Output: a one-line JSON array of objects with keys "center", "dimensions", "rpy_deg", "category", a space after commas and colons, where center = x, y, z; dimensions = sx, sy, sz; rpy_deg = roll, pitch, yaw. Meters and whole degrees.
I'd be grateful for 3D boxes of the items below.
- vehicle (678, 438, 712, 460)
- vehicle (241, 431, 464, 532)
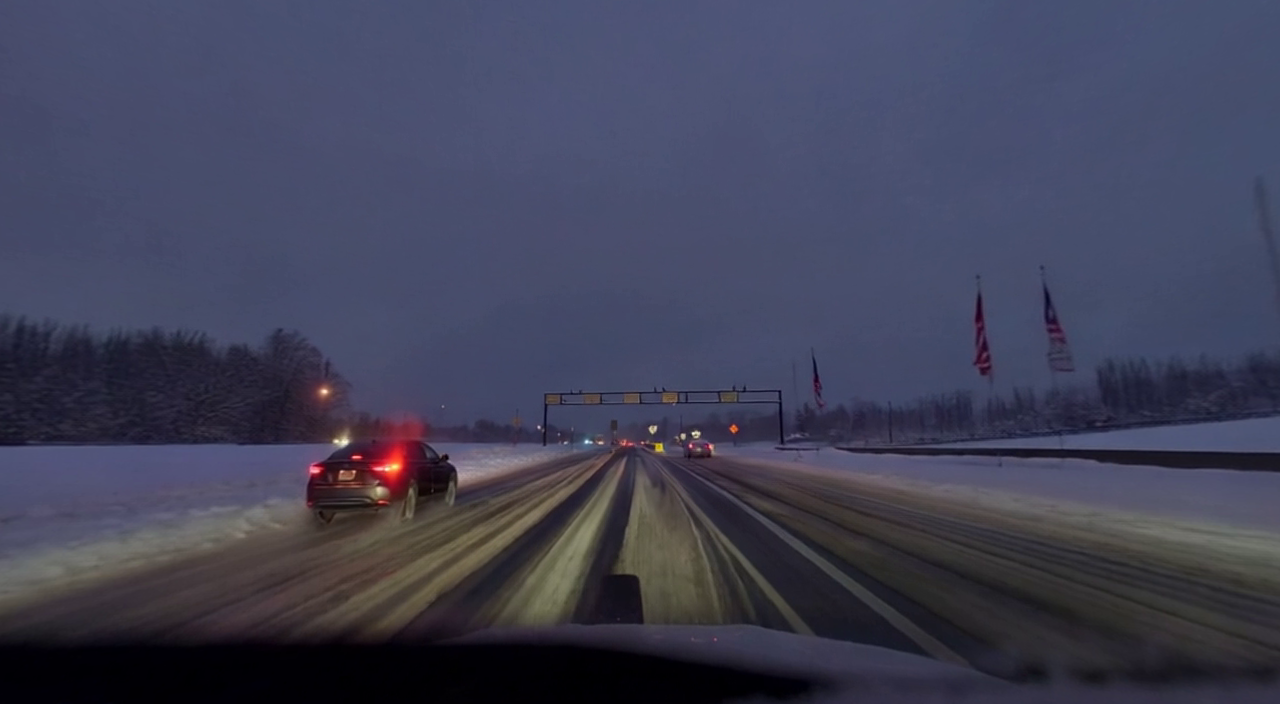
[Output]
[{"center": [4.275, 7.667, 49.873], "dimensions": [2.072, 1.639, 4.919], "rpy_deg": [0, -8, -1], "category": "vehicle"}, {"center": [-4.851, 2.228, 11.524], "dimensions": [1.981, 1.465, 4.334], "rpy_deg": [0, -8, 0], "category": "vehicle"}]
